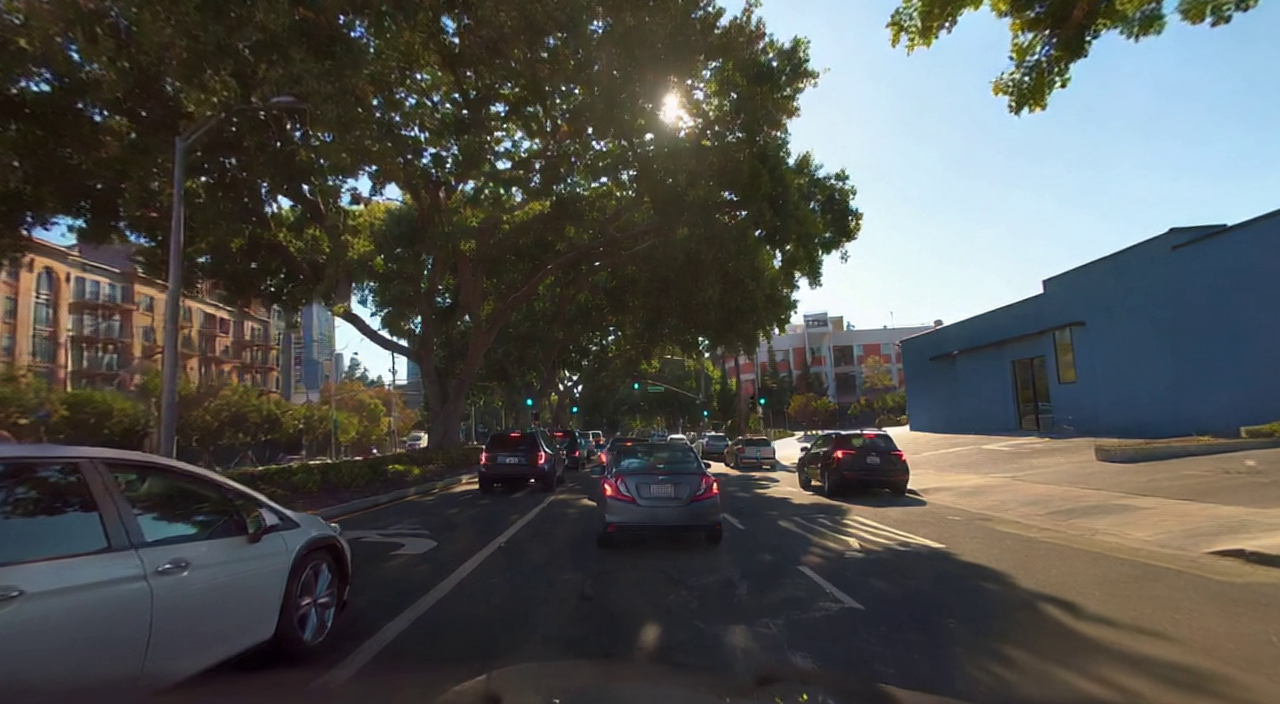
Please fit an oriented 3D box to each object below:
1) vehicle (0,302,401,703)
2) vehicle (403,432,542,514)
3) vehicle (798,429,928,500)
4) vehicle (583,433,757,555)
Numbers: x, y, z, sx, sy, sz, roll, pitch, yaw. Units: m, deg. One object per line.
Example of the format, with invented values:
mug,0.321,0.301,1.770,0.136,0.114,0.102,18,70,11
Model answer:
vehicle,-3.266,0.928,3.391,2.152,1.802,4.628,0,-9,0
vehicle,-3.512,2.623,14.245,1.901,1.522,4.556,0,-9,0
vehicle,6.340,3.256,18.673,2.025,1.808,4.579,0,-9,-2
vehicle,0.272,1.995,9.576,2.095,1.438,3.843,0,-8,-3
